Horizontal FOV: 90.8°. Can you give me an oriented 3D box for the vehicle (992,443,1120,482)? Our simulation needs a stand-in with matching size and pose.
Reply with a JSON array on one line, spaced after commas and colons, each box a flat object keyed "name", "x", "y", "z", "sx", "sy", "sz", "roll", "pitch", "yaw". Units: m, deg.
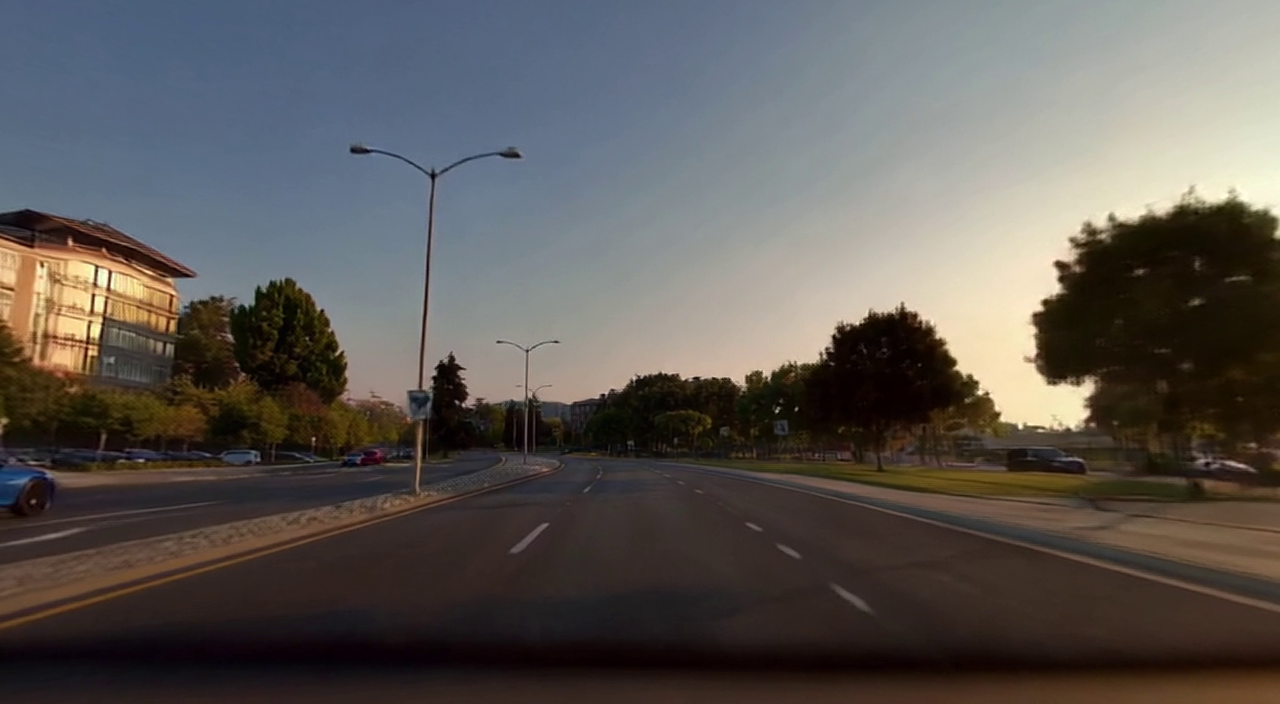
[{"name": "vehicle", "x": 24.169, "y": 6.427, "z": 37.013, "sx": 2.337, "sy": 1.969, "sz": 5.826, "roll": 7, "pitch": -11, "yaw": -23}]

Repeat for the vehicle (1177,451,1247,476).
[{"name": "vehicle", "x": 45.078, "y": 8.751, "z": 49.796, "sx": 4.338, "sy": 1.760, "sz": 2.435, "roll": 4, "pitch": -10, "yaw": -26}]
